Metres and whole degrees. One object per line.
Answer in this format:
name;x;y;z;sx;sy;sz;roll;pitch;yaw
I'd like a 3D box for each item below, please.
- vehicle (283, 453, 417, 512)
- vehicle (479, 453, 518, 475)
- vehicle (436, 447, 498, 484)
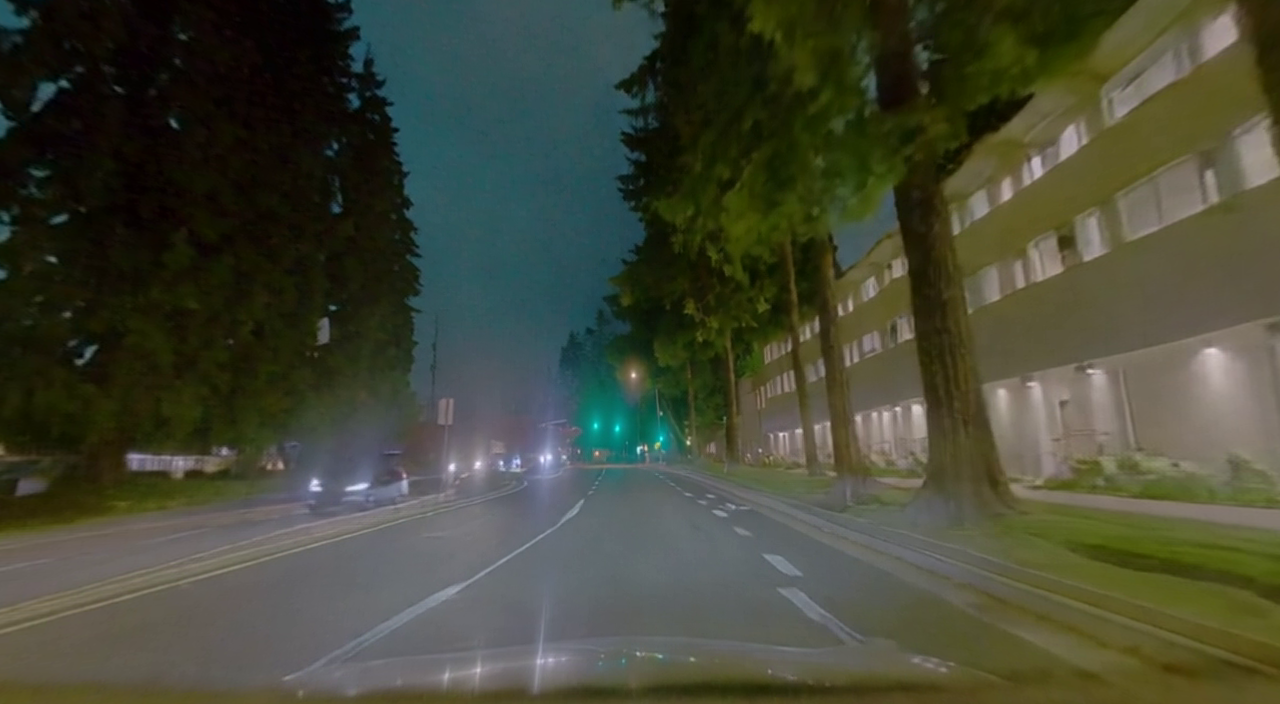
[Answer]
vehicle;-8.562;3.866;19.123;2.050;1.486;4.512;0;-8;-2
vehicle;-10.830;8.570;48.475;1.925;1.503;4.411;0;-8;1
vehicle;-9.267;6.078;34.135;2.057;1.805;4.933;0;-8;-1
